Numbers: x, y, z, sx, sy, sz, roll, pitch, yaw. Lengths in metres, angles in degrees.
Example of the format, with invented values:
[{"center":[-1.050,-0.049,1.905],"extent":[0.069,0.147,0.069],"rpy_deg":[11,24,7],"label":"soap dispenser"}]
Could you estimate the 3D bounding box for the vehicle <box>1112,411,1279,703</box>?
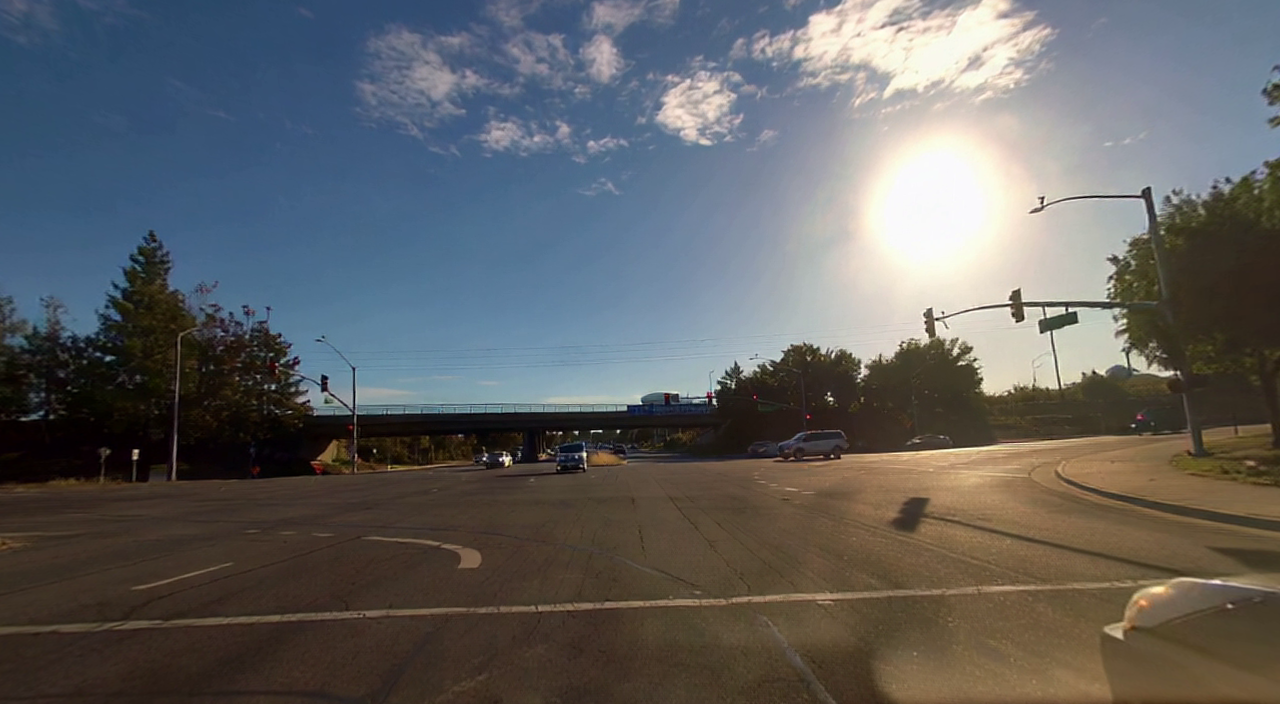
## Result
[{"center":[2.807,0.630,0.110],"extent":[1.909,1.425,4.521],"rpy_deg":[0,-9,-1],"label":"vehicle"}]
